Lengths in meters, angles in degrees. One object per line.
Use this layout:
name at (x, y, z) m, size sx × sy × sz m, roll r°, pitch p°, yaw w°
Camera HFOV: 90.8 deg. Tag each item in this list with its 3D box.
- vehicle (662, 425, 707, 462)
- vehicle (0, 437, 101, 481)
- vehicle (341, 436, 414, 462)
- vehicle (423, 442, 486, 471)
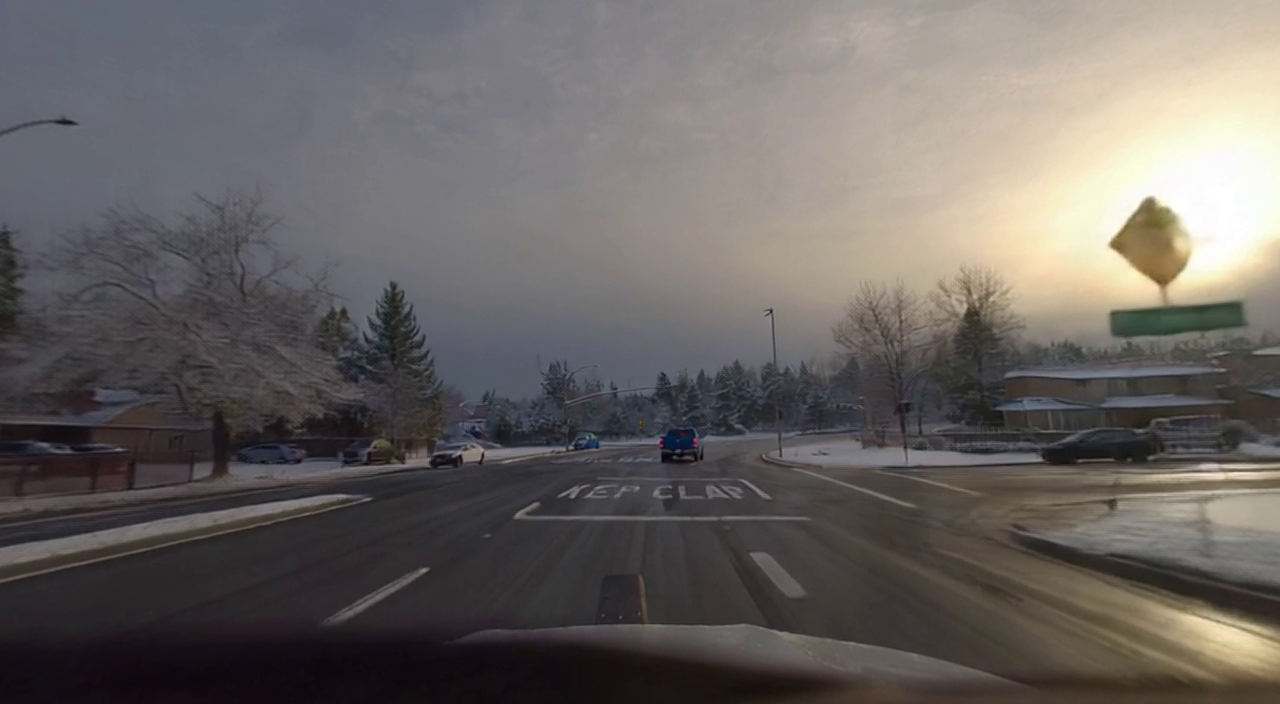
vehicle at (2.581, 5.200, 35.800) m, size 2.153 × 1.942 × 4.767 m, roll -1°, pitch -8°, yaw 8°
vehicle at (-25.946, 4.398, 26.122) m, size 4.975 × 1.732 × 2.165 m, roll 2°, pitch -9°, yaw -15°
vehicle at (-18.114, 6.726, 43.667) m, size 4.168 × 1.735 × 1.925 m, roll -1°, pitch -8°, yaw 3°
vehicle at (-11.142, 6.269, 38.236) m, size 1.873 × 1.508 × 4.483 m, roll -3°, pitch -7°, yaw 9°
